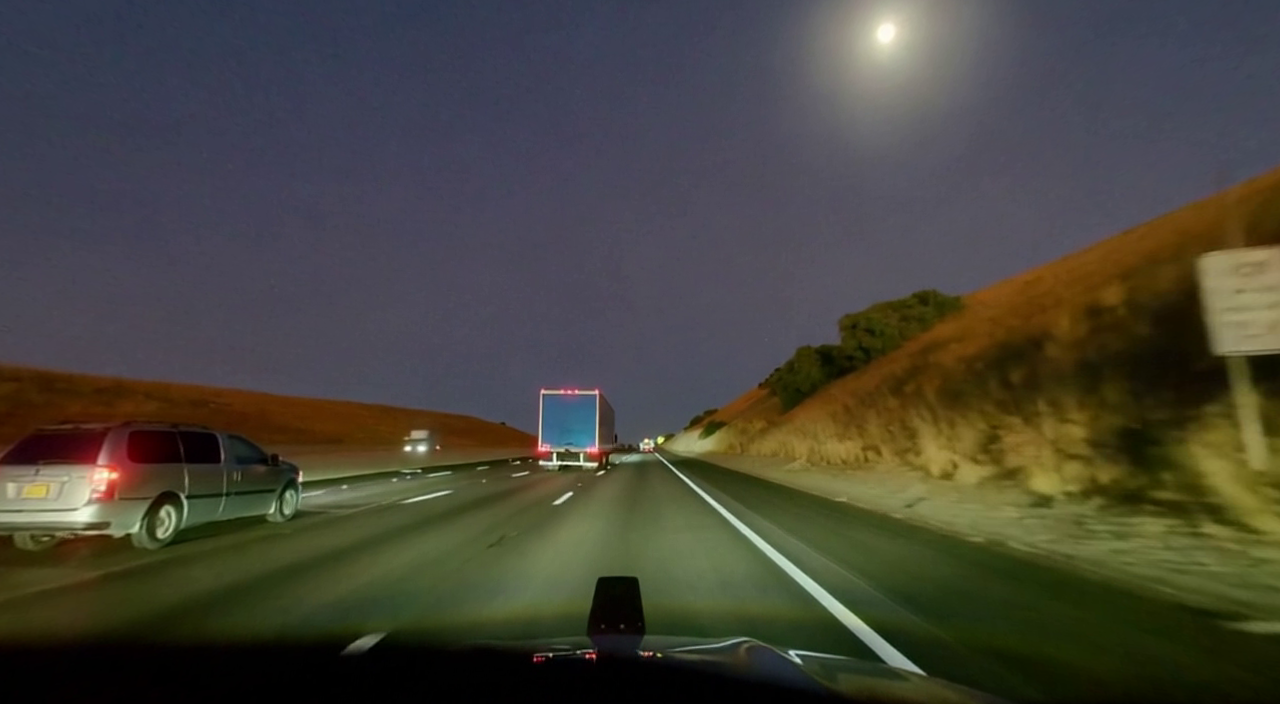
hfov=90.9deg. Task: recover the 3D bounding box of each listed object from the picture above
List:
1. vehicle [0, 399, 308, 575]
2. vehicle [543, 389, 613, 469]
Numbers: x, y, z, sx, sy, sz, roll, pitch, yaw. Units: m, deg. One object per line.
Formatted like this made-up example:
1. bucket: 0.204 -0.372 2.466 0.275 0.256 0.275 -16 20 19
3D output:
1. vehicle: -7.471 1.816 9.377 2.175 1.860 5.236 0 -8 0
2. vehicle: -3.458 5.027 39.740 2.893 4.073 15.281 0 -8 0
